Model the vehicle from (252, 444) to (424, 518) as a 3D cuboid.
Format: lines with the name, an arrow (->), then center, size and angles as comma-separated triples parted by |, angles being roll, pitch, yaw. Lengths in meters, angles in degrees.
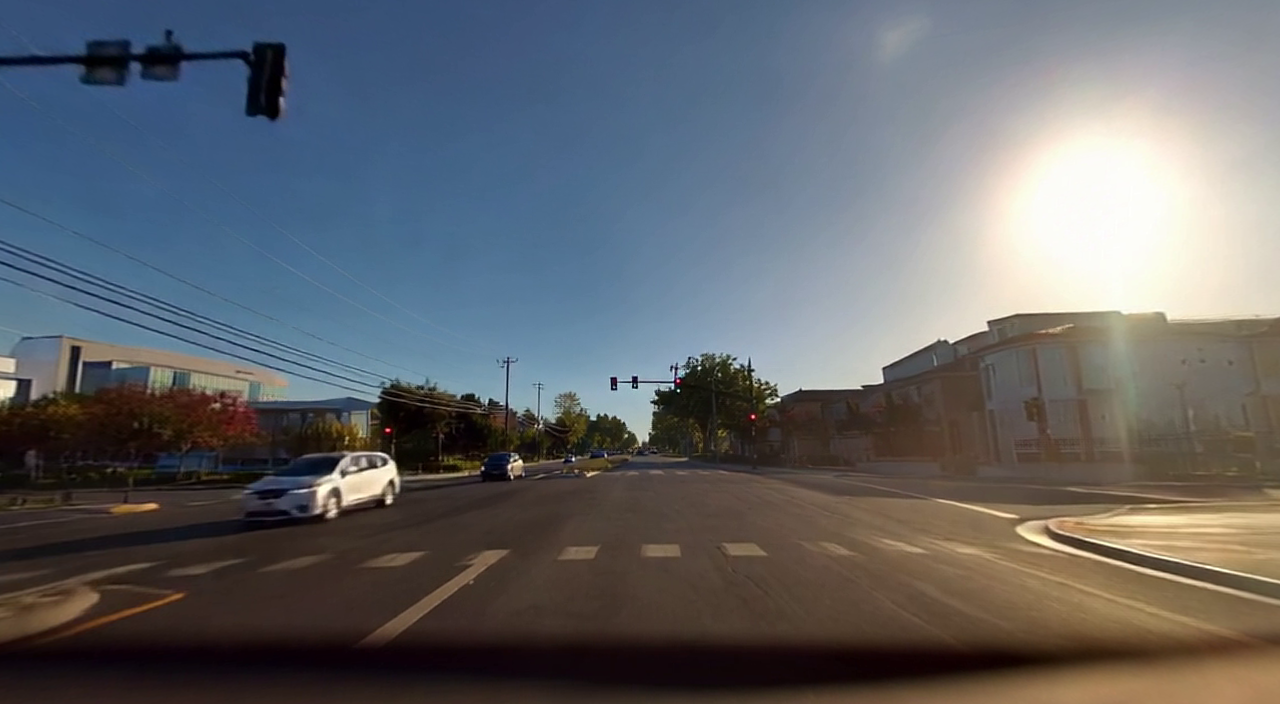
vehicle -> -8.554, 3.674, 18.657 | 2.206, 1.836, 5.559 | 0, -9, 2

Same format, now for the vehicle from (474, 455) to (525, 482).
vehicle -> -8.554, 7.133, 38.713 | 2.099, 1.468, 4.126 | -1, -9, 2
